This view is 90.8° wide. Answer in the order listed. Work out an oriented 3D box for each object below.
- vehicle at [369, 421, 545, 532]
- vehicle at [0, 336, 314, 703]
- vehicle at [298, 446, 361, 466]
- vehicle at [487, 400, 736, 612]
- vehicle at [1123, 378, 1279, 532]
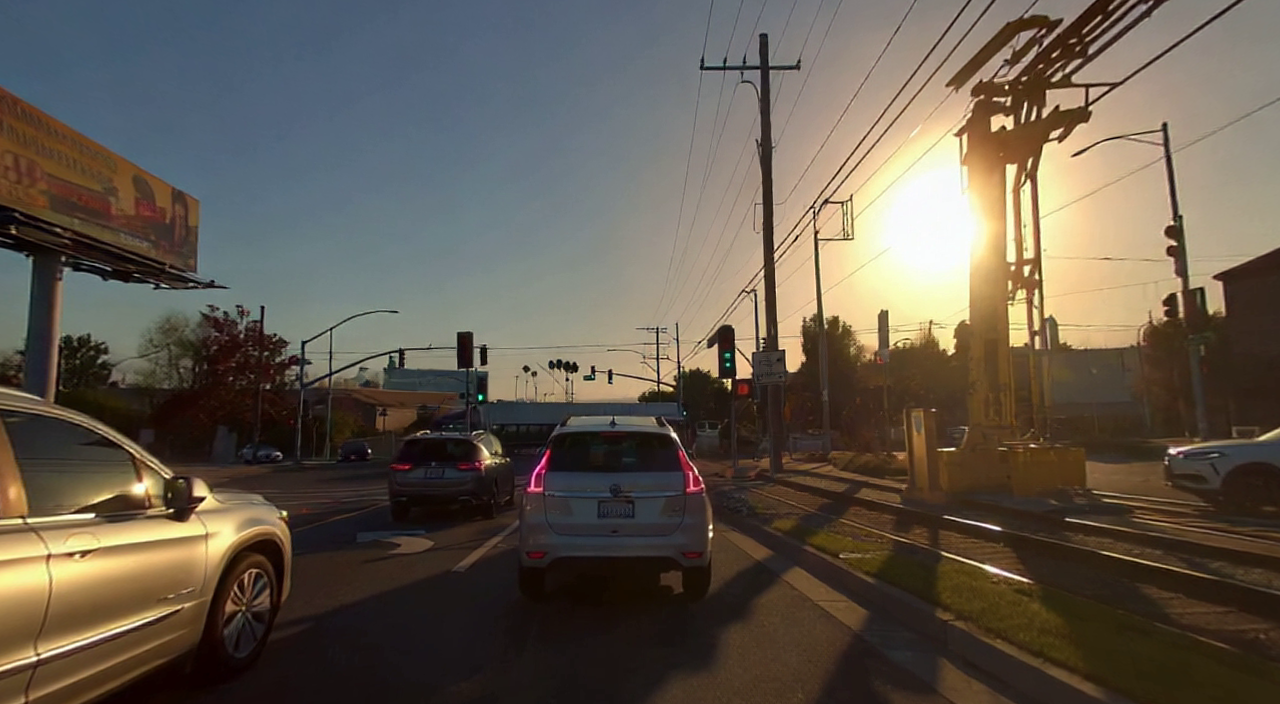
[{"bbox_3d":[-3.128,2.233,11.869,1.988,1.678,4.317,0,-9,0],"label":"vehicle"},{"bbox_3d":[-3.934,0.864,2.998,2.052,1.814,5.184,0,-9,-1],"label":"vehicle"},{"bbox_3d":[-24.104,8.063,49.049,4.357,1.444,1.842,-3,-9,20],"label":"vehicle"},{"bbox_3d":[-0.239,1.534,7.058,2.025,1.723,3.644,0,-9,0],"label":"vehicle"},{"bbox_3d":[9.582,1.315,8.181,5.060,1.702,2.033,1,-9,-4],"label":"vehicle"}]
